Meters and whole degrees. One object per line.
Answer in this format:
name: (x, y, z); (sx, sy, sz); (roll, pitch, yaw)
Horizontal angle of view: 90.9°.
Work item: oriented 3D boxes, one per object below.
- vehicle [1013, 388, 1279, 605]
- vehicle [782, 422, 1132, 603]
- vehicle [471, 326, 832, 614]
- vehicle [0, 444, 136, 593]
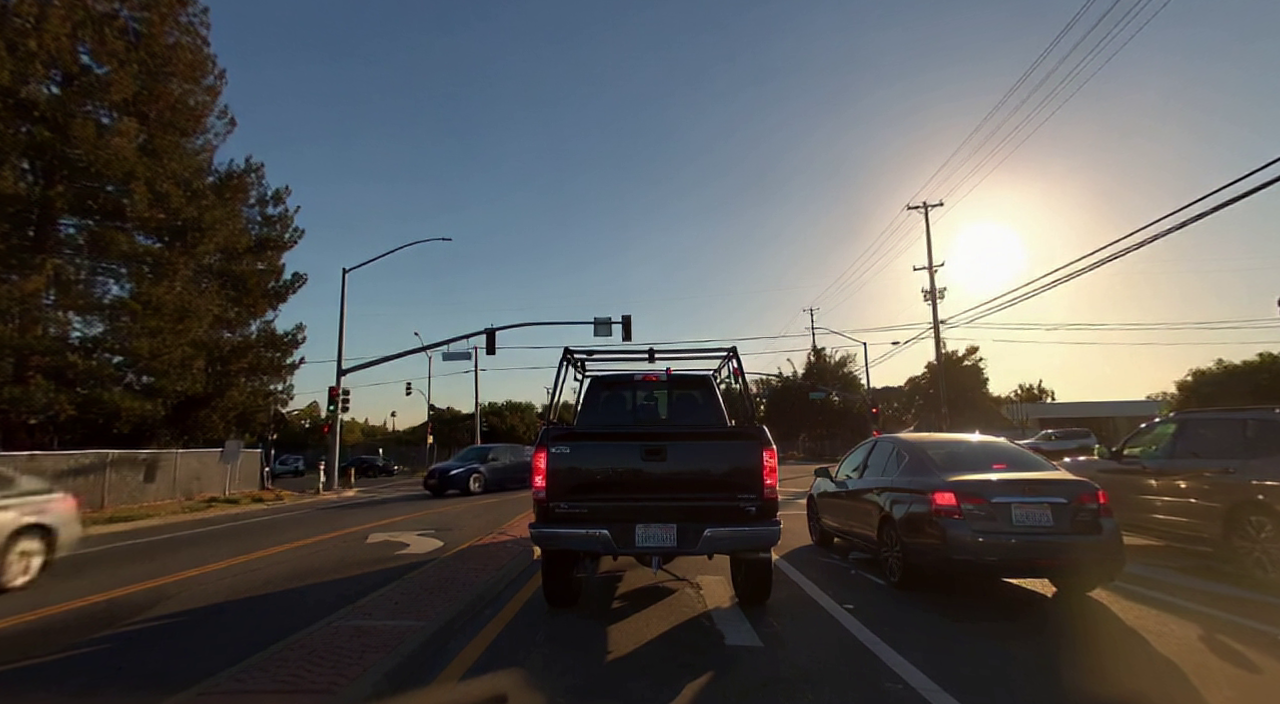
vehicle: (6.153, 1.372, 6.474); (1.982, 1.727, 4.352); (0, -8, 1)
vehicle: (3.115, 1.644, 7.363); (1.993, 1.495, 4.060); (0, -8, 1)
vehicle: (0.128, 1.370, 8.148); (2.831, 2.284, 6.149); (0, -8, 1)
vehicle: (-8.165, 1.700, 6.084); (2.378, 1.611, 5.046); (0, -8, 1)
